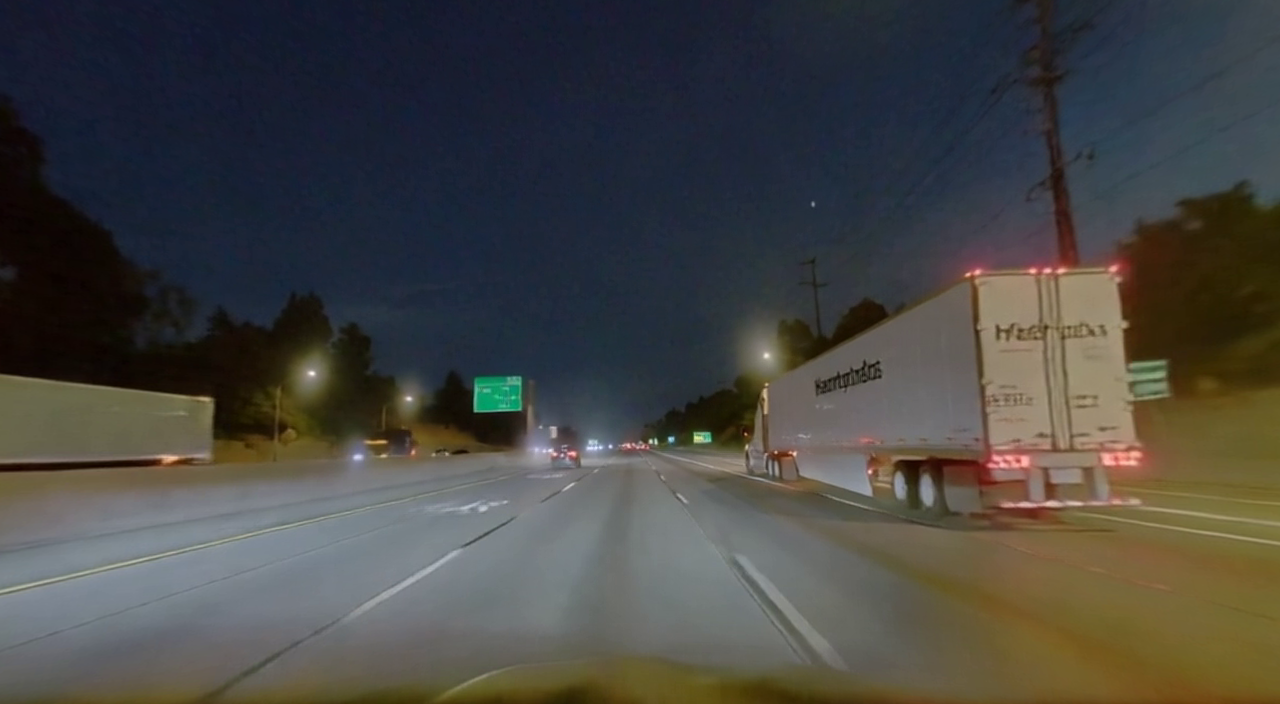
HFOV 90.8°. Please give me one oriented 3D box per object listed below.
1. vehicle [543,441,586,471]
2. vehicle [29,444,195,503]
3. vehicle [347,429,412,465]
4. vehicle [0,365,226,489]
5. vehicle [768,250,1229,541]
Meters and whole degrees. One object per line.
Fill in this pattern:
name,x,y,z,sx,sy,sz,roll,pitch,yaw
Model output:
vehicle,-4.365,6.092,37.071,2.027,1.651,4.099,0,-9,0
vehicle,-13.404,3.062,16.300,1.465,1.338,3.232,0,-9,0
vehicle,-17.978,6.582,43.867,2.202,2.326,5.237,-1,-9,0
vehicle,-21.549,2.752,22.375,2.886,3.845,16.291,0,-9,0
vehicle,6.658,1.756,16.951,2.919,4.195,15.833,0,-9,-1
